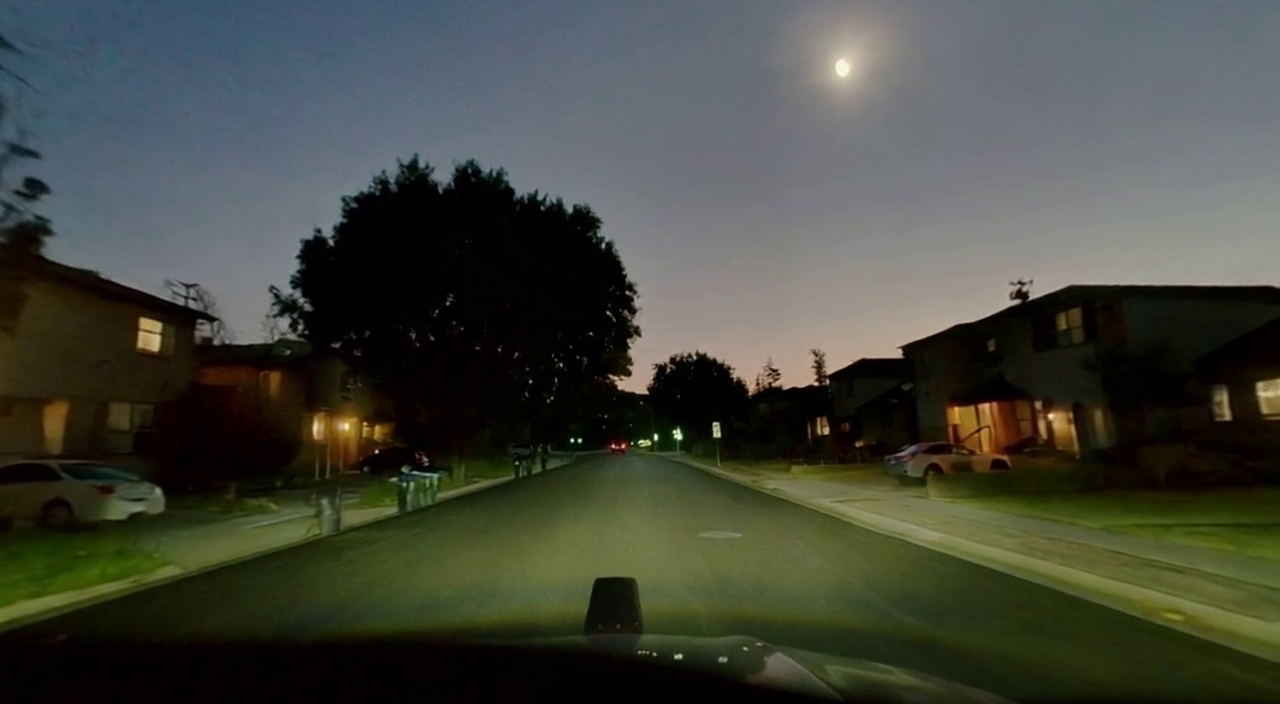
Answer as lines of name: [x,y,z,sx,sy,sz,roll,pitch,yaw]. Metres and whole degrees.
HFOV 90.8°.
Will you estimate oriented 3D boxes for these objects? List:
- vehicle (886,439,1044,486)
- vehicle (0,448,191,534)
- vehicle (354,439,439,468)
vehicle: [11.509,3.917,22.576,4.626,1.541,1.866,1,-9,-3]
vehicle: [-13.596,3.120,14.515,4.887,1.788,2.006,1,-8,-4]
vehicle: [-13.780,5.806,36.032,4.265,1.569,1.984,2,-9,-15]
